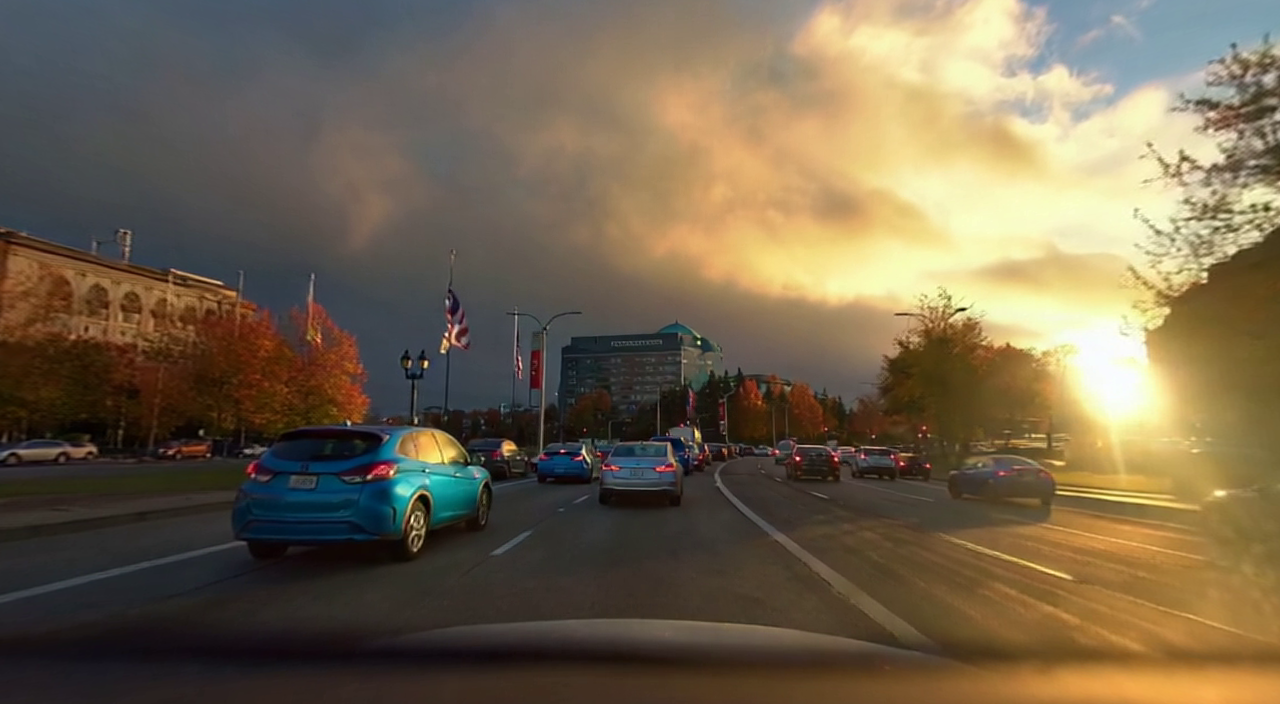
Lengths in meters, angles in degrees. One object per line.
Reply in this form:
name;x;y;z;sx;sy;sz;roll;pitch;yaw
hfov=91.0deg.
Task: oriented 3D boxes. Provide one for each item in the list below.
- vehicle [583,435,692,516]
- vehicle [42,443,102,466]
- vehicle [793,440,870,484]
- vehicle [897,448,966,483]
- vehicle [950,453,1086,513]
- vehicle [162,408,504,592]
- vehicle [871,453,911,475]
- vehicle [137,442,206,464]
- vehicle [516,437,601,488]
vehicle;0.077;2.689;14.278;2.090;1.506;4.276;0;-8;4
vehicle;-40.018;7.180;44.337;3.667;1.465;1.735;-4;-5;24
vehicle;7.351;4.244;24.646;1.944;1.544;4.301;0;-9;4
vehicle;16.229;6.310;35.326;2.087;1.745;4.673;0;-9;7
vehicle;10.875;3.754;18.480;1.749;1.481;3.808;0;-9;2
vehicle;-3.277;1.665;7.934;1.988;1.635;4.260;0;-8;2
vehicle;18.146;8.091;45.710;1.828;1.479;4.391;-1;-9;10
vehicle;-36.493;7.851;49.049;4.051;1.616;1.889;-1;-8;8
vehicle;-2.715;3.813;22.075;1.974;1.549;4.603;0;-8;5
